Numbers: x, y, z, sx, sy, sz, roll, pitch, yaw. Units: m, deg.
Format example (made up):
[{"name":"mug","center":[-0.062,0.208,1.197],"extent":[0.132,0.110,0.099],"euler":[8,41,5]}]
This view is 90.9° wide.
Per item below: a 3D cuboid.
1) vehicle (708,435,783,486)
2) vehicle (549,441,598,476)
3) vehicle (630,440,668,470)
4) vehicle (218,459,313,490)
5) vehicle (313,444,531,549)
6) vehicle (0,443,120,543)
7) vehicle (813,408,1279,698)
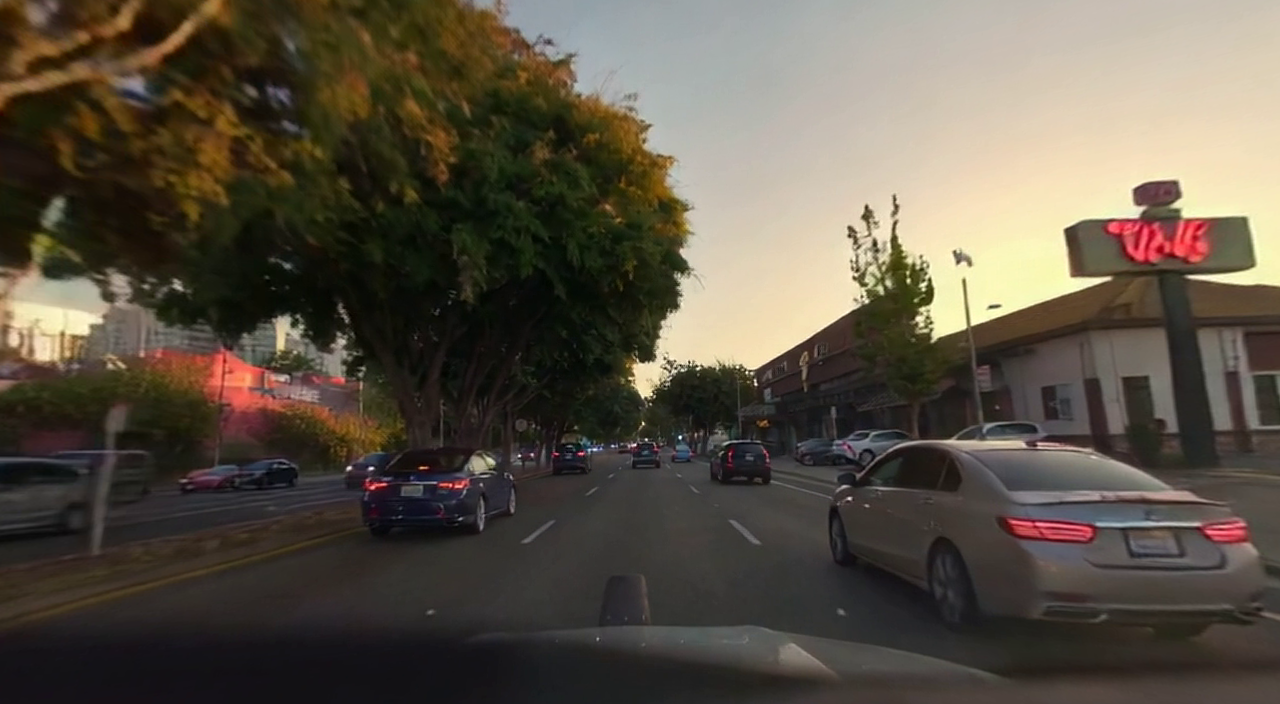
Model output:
[{"name":"vehicle","center":[3.835,4.042,23.865],"extent":[1.980,1.709,4.813],"euler":[0,-8,0]},{"name":"vehicle","center":[-3.323,5.383,32.121],"extent":[1.988,1.645,3.995],"euler":[0,-8,1]},{"name":"vehicle","center":[0.532,6.196,38.021],"extent":[2.192,1.674,4.124],"euler":[0,-8,0]},{"name":"vehicle","center":[-20.457,6.695,34.718],"extent":[2.223,1.461,4.721],"euler":[0,-8,3]},{"name":"vehicle","center":[-3.245,2.226,10.497],"extent":[2.013,1.354,4.393],"euler":[0,-8,1]},{"name":"vehicle","center":[-11.986,2.435,10.930],"extent":[1.993,1.696,4.529],"euler":[0,-8,1]},{"name":"vehicle","center":[3.140,1.390,5.648],"extent":[1.919,1.502,4.572],"euler":[0,-8,1]}]
